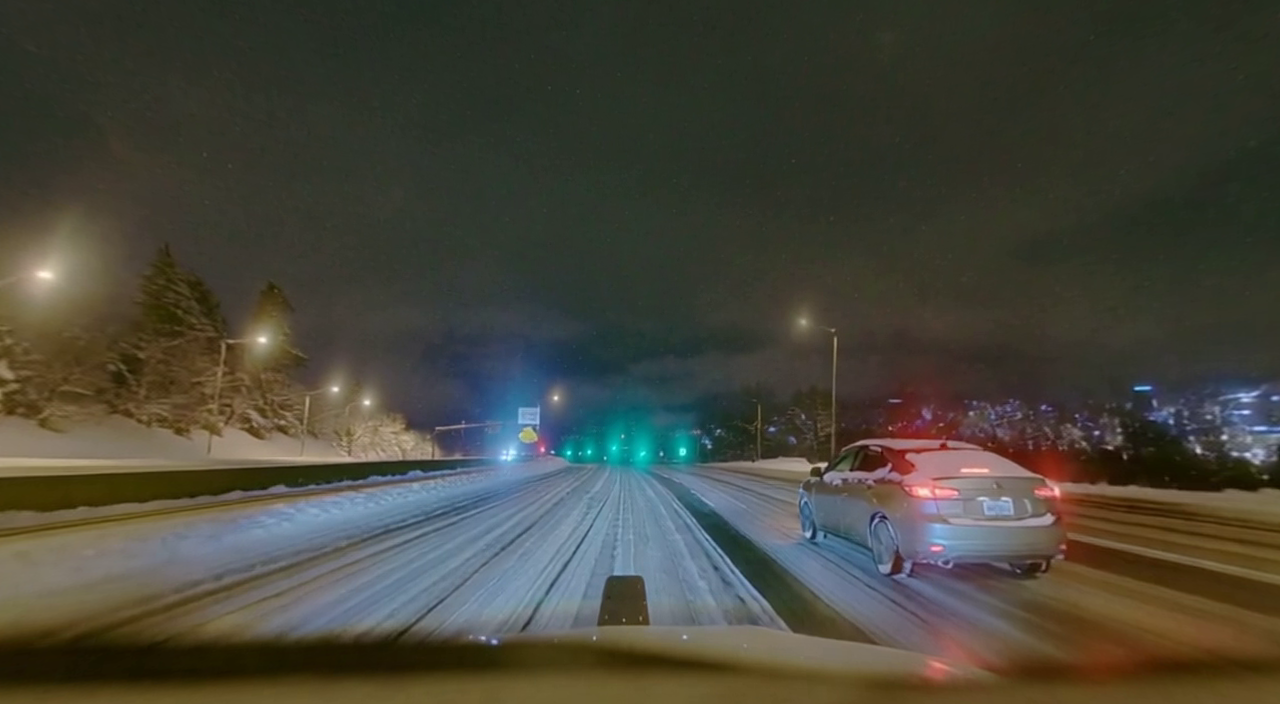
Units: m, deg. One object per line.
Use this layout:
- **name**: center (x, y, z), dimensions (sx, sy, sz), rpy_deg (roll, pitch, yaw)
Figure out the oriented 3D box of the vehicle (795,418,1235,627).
- **vehicle**: center (3.458, 1.658, 7.238), dimensions (2.104, 1.575, 4.698), rpy_deg (0, -9, -1)
